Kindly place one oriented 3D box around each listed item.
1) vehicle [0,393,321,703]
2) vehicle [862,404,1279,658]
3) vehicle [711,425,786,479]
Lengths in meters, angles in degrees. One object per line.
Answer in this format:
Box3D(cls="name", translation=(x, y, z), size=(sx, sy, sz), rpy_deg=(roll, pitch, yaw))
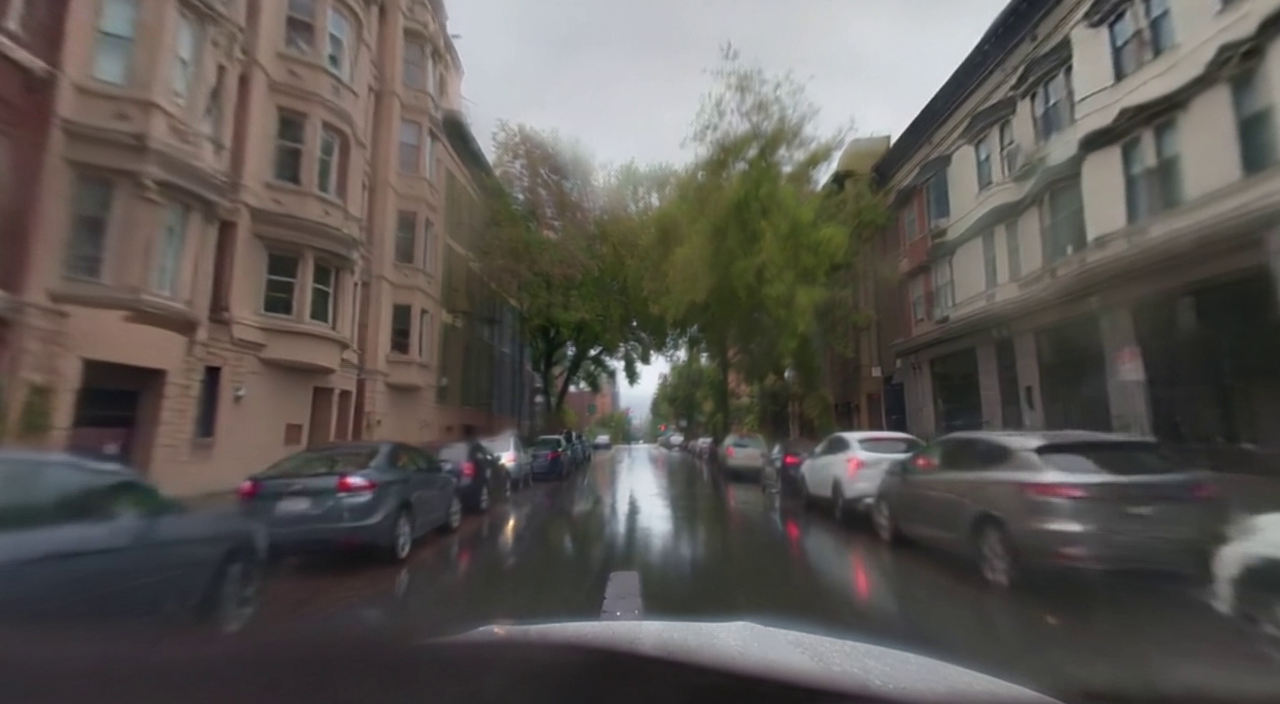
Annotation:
Box3D(cls="vehicle", translation=(-3.472, 0.992, 2.912), size=(1.859, 1.508, 4.144), rpy_deg=(2, -3, -1))
Box3D(cls="vehicle", translation=(3.738, 1.361, 5.864), size=(1.896, 1.549, 3.845), rpy_deg=(0, -8, 0))
Box3D(cls="vehicle", translation=(3.952, 3.711, 23.736), size=(1.879, 1.802, 4.574), rpy_deg=(0, -8, -1))
